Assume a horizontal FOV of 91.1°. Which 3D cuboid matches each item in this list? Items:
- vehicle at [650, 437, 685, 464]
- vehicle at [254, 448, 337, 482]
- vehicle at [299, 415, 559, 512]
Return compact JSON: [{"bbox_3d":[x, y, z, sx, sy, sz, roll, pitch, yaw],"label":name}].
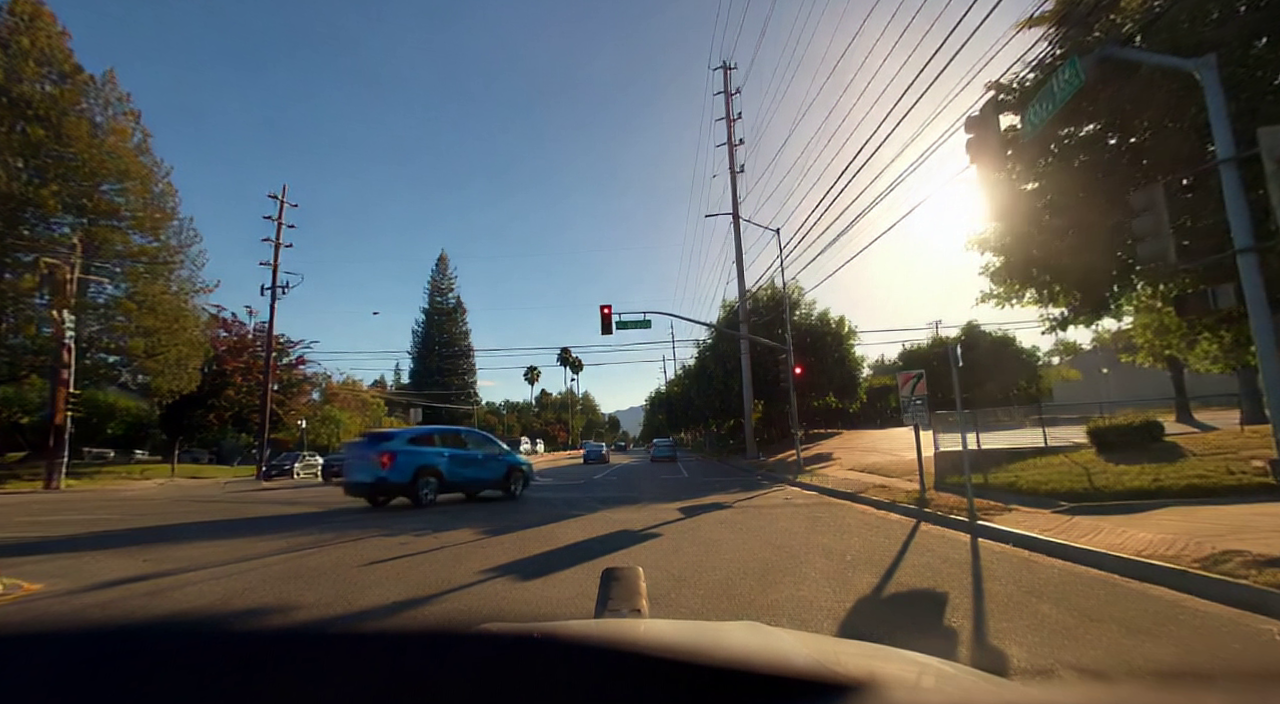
[{"bbox_3d":[1.809,6.673,42.631,2.051,1.666,4.607,0,-8,-1],"label":"vehicle"},{"bbox_3d":[-17.130,5.627,31.430,1.942,1.477,3.957,-4,-9,0],"label":"vehicle"},{"bbox_3d":[-5.030,2.740,15.994,2.137,1.986,5.930,-7,-11,40],"label":"vehicle"}]
